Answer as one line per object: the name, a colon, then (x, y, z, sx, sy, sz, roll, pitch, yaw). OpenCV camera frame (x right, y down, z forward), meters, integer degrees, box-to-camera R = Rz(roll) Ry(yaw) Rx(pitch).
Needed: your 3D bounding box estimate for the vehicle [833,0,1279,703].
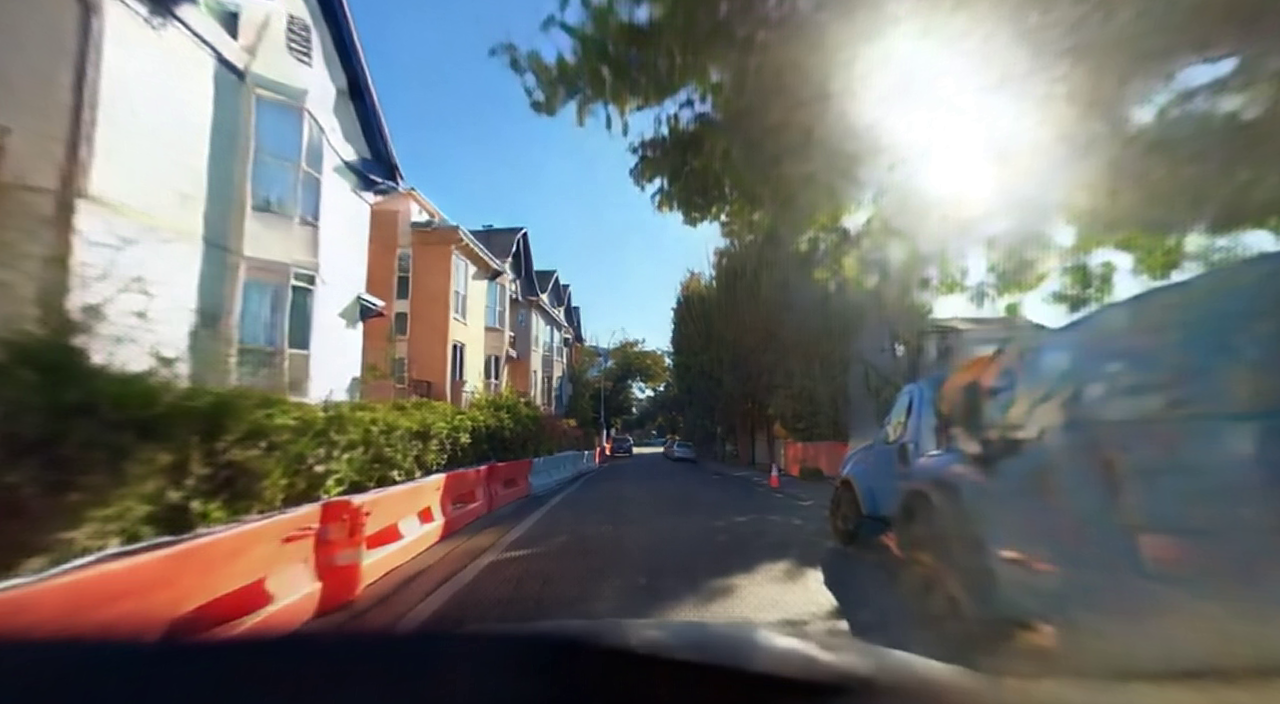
vehicle: (3.245, 0.335, 2.317, 2.879, 2.801, 6.142, 0, -8, -2)

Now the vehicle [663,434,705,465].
vehicle: (2.628, 5.950, 38.774, 2.066, 1.739, 4.234, 0, -8, -3)
